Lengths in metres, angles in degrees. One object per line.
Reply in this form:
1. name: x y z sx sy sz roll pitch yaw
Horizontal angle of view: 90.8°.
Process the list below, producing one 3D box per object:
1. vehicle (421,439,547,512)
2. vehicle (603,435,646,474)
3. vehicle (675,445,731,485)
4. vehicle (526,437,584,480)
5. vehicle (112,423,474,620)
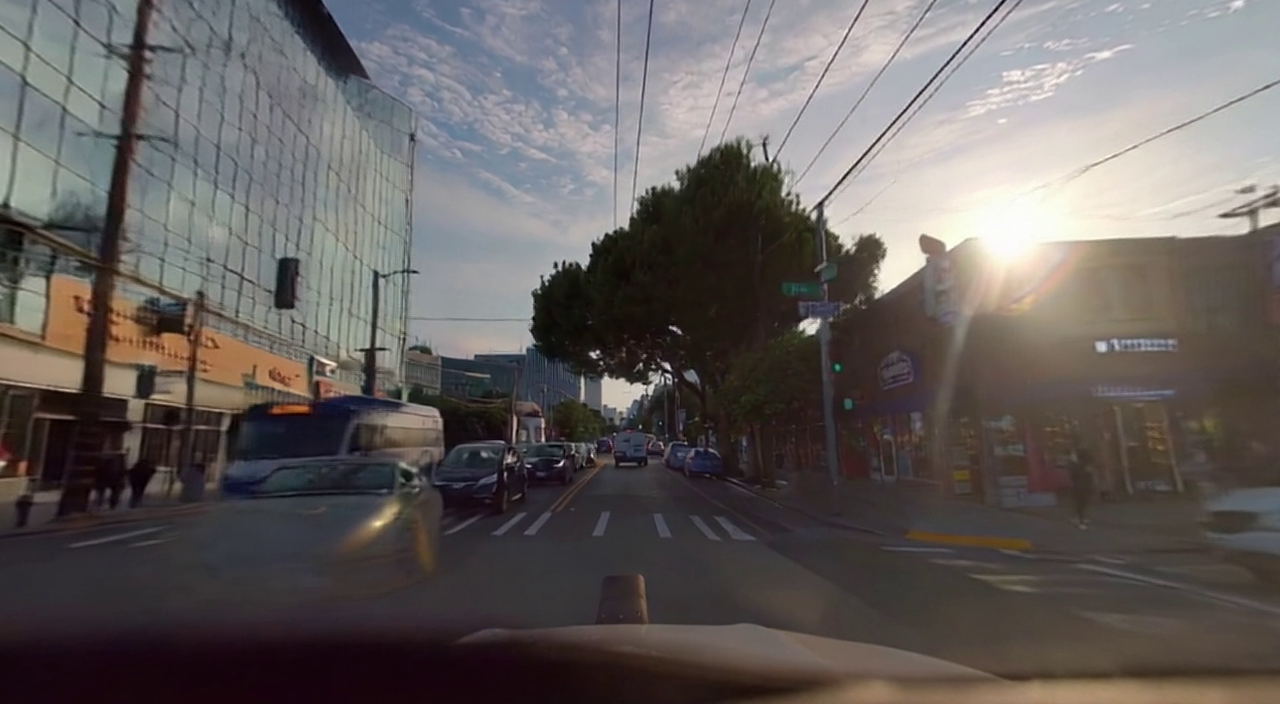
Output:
1. vehicle: -3.730 3.012 15.880 1.990 1.568 3.885 0 -8 3
2. vehicle: -0.861 5.433 33.613 2.127 1.893 4.194 1 -8 -2
3. vehicle: 2.693 4.936 27.985 1.934 1.633 4.271 1 -8 -2
4. vehicle: -3.654 4.681 28.051 1.983 1.727 4.294 0 -8 0
5. vehicle: -3.431 1.711 7.396 2.026 1.616 4.109 0 -8 -3
